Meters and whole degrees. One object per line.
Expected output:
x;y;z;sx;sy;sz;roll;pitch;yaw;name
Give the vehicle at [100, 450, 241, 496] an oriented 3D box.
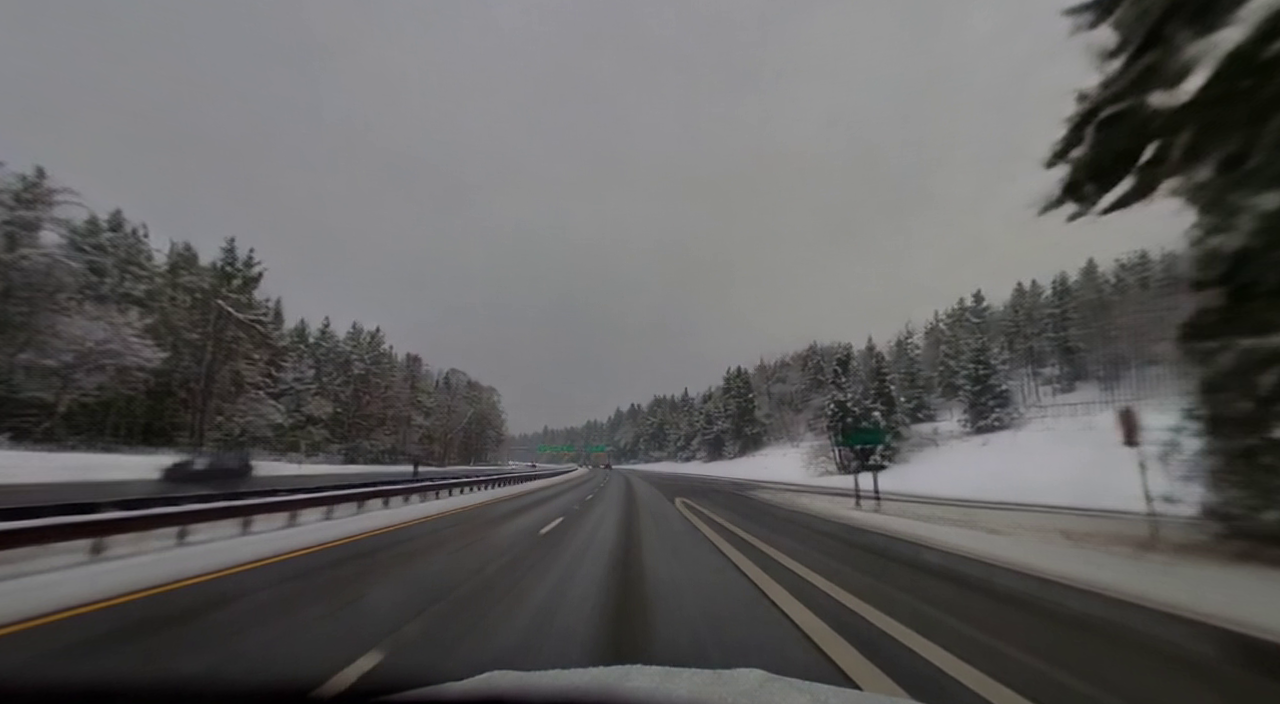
-16.920;4.390;23.022;1.936;1.481;4.151;1;-10;-1;vehicle
